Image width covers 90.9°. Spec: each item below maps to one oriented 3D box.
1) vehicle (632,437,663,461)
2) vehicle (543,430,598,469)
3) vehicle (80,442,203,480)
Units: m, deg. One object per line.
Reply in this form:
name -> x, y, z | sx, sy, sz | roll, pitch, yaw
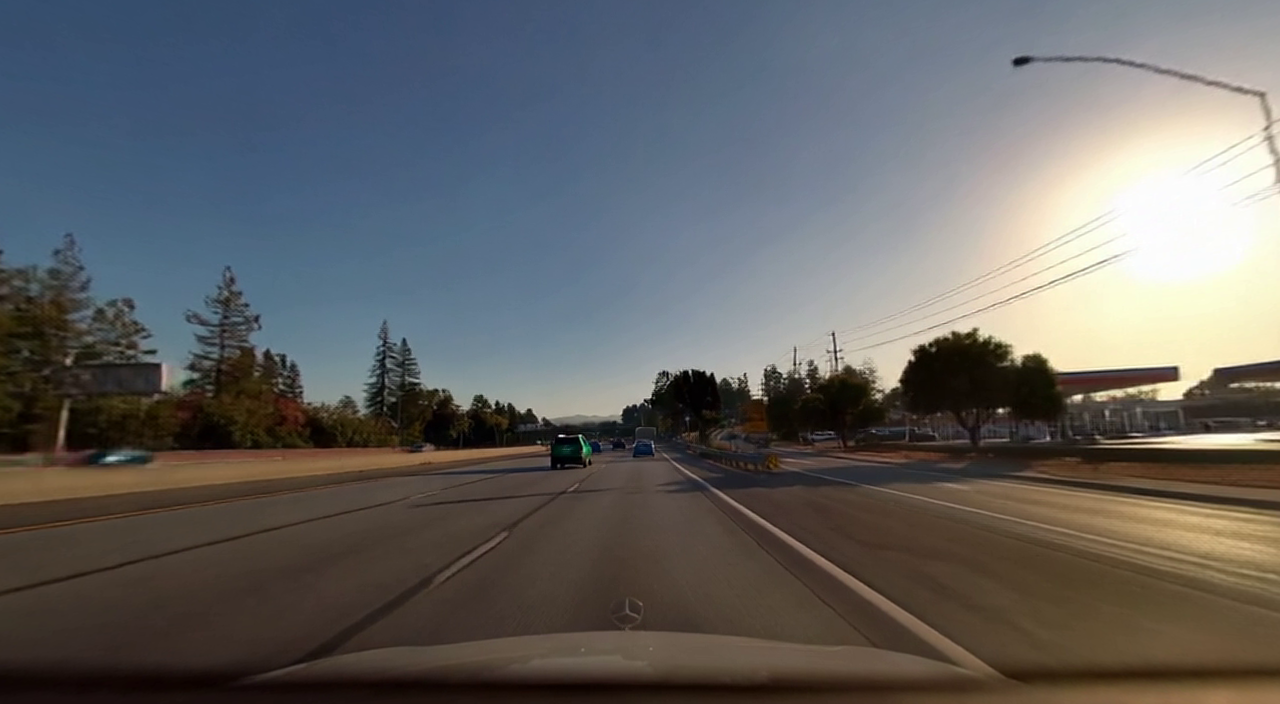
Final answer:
vehicle -> 0.485, 6.568, 42.761 | 1.982, 1.524, 3.800 | 0, -8, -1
vehicle -> -3.555, 5.148, 33.334 | 2.273, 1.884, 4.515 | 0, -8, 2
vehicle -> -23.779, 5.199, 30.378 | 1.979, 1.641, 4.898 | 0, -8, -1
